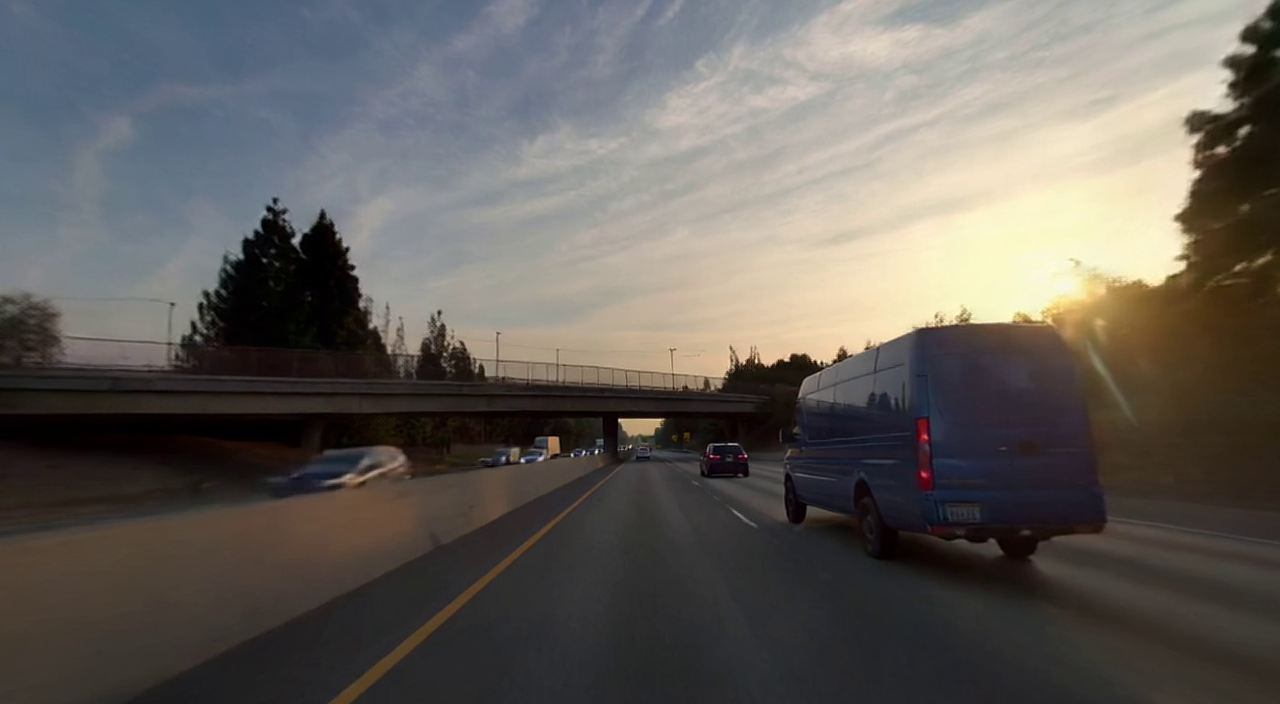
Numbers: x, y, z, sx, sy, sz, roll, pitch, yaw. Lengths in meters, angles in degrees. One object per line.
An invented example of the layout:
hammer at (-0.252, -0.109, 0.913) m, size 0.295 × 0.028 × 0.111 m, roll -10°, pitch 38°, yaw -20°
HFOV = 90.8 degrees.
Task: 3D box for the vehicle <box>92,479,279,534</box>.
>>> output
vehicle at (-11.338, 3.870, 16.190) m, size 1.563 × 1.002 × 4.410 m, roll 0°, pitch -9°, yaw -1°

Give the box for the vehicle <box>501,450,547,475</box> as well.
vehicle at (-7.644, 7.292, 41.945) m, size 2.106 × 1.549 × 4.622 m, roll 0°, pitch -9°, yaw 1°

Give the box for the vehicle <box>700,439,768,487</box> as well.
vehicle at (3.608, 4.351, 25.026) m, size 2.009 × 1.731 × 4.149 m, roll 0°, pitch -9°, yaw -1°

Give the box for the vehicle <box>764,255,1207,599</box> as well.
vehicle at (3.780, 1.163, 9.249) m, size 2.460 × 3.155 × 6.902 m, roll 0°, pitch -9°, yaw 0°

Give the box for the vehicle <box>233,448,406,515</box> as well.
vehicle at (-7.574, 3.074, 15.500) m, size 1.947 × 1.385 × 4.291 m, roll 0°, pitch -9°, yaw 0°
